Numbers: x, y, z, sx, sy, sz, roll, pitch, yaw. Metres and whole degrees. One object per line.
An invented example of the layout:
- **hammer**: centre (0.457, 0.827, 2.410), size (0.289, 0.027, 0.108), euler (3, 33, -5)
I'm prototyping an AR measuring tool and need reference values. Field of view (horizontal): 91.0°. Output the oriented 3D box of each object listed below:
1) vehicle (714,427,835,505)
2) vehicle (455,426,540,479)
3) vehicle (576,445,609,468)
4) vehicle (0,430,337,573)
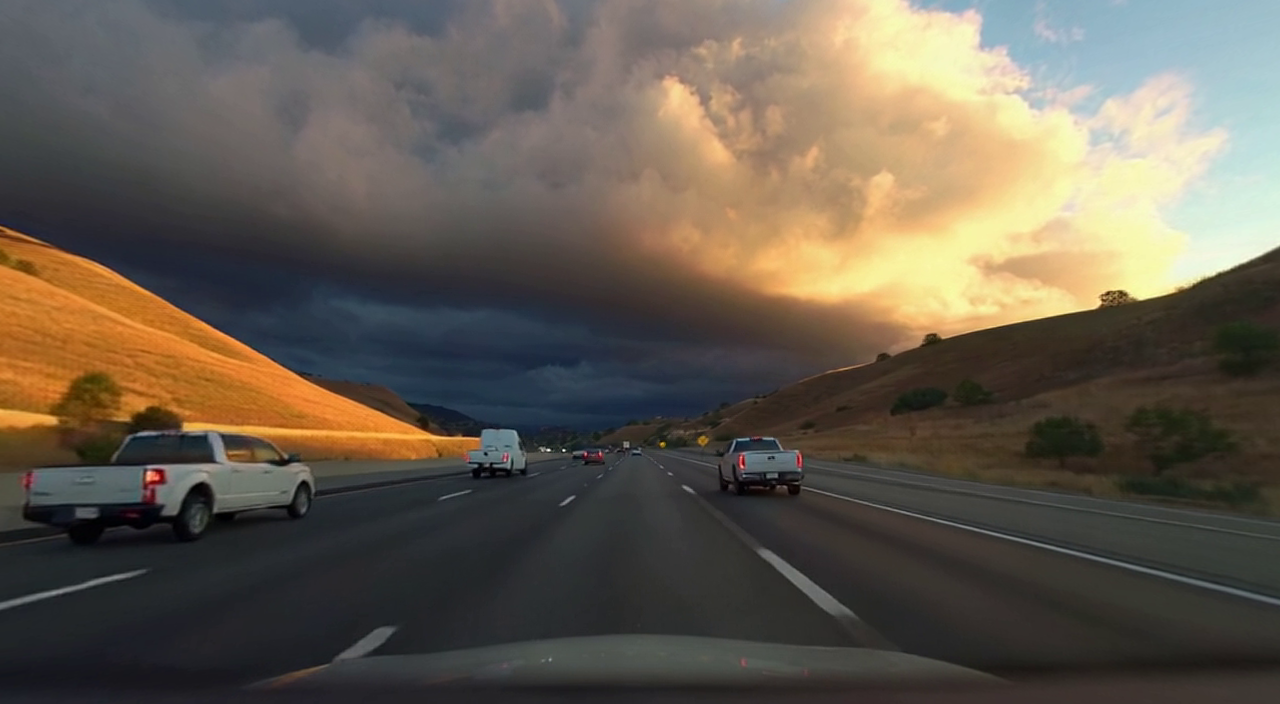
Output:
- **vehicle**: centre (3.399, 3.024, 17.027), size (2.231, 1.789, 4.700), euler (0, -9, 0)
- **vehicle**: centre (-7.405, 5.358, 33.770), size (2.937, 2.509, 7.090), euler (0, -9, -1)
- **vehicle**: centre (-3.401, 7.572, 45.855), size (2.009, 1.593, 4.378), euler (0, -9, 0)
- **vehicle**: centre (-6.689, 2.026, 9.406), size (1.935, 1.550, 4.883), euler (0, -9, -1)
